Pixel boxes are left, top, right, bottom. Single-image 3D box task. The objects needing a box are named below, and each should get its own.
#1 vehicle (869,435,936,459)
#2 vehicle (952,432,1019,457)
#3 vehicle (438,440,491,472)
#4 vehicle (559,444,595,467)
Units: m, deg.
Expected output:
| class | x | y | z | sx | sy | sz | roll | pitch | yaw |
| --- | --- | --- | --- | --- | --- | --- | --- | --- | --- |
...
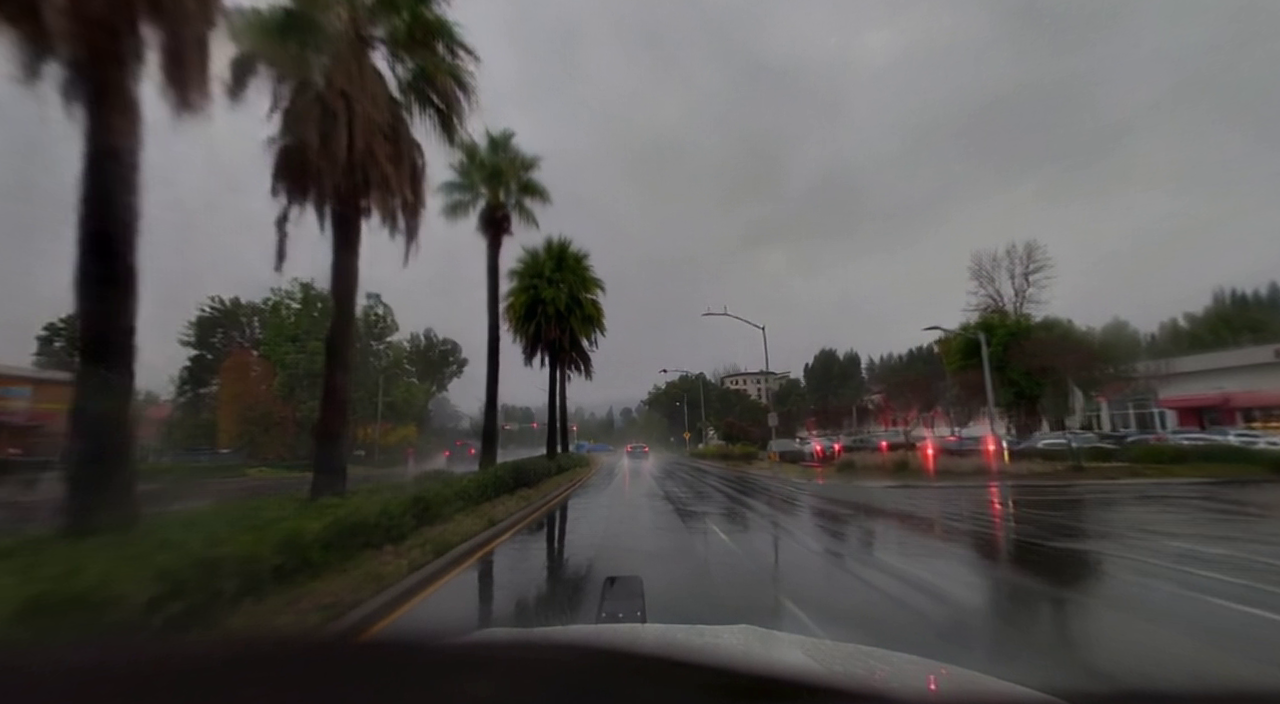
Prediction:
| class | x | y | z | sx | sy | sz | roll | pitch | yaw |
| --- | --- | --- | --- | --- | --- | --- | --- | --- | --- |
| vehicle | 20.039 | 7.245 | 48.249 | 4.548 | 1.741 | 1.971 | -5 | -10 | 25 |
| vehicle | 26.409 | 7.086 | 48.476 | 4.294 | 1.705 | 2.233 | -6 | -10 | 25 |
| vehicle | -10.391 | 6.206 | 37.765 | 2.022 | 1.746 | 4.406 | 0 | -9 | -1 |
| vehicle | -4.285 | 7.113 | 43.375 | 2.181 | 1.483 | 4.123 | 0 | -9 | -2 |
